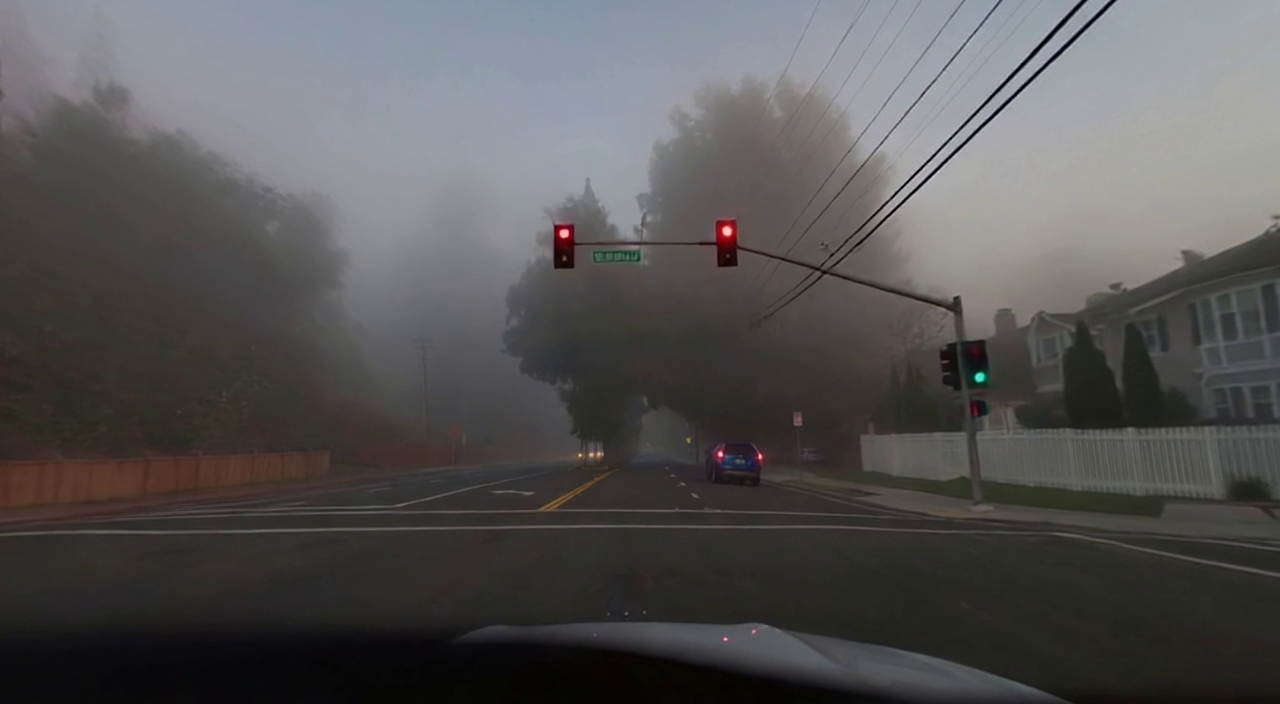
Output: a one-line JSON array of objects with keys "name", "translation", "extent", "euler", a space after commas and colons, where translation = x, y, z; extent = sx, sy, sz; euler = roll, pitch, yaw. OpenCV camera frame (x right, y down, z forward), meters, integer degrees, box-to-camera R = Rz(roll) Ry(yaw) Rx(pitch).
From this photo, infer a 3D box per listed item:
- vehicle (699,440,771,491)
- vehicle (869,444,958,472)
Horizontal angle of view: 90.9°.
[{"name": "vehicle", "translation": [3.705, 4.534, 25.546], "extent": [2.144, 1.843, 4.827], "euler": [0, -9, -1]}, {"name": "vehicle", "translation": [15.456, 6.003, 35.802], "extent": [4.135, 1.558, 1.929], "euler": [0, -8, 2]}]
